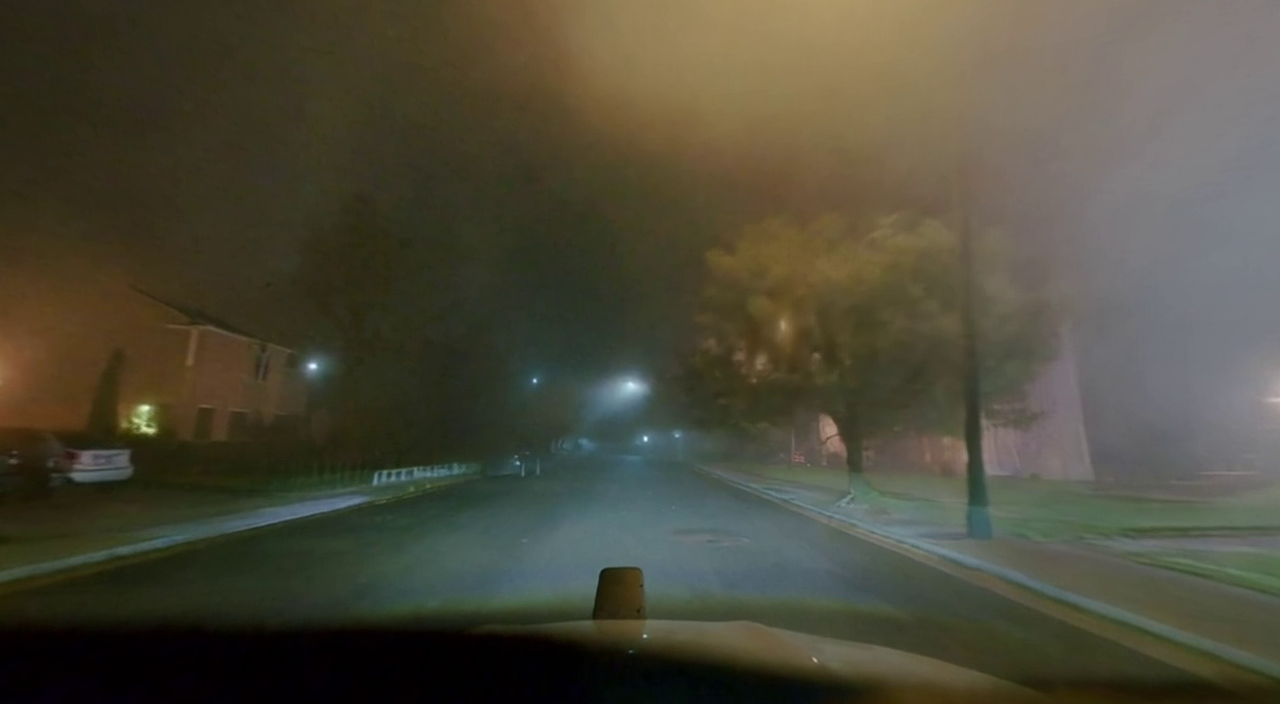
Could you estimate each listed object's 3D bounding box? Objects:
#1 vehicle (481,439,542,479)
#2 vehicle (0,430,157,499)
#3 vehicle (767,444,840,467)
[{"bbox_3d":[-6.128,5.141,30.409,1.998,1.742,4.210,0,-9,1],"label":"vehicle"},{"bbox_3d":[-14.356,2.620,14.803,4.291,1.484,1.872,0,-9,-1],"label":"vehicle"},{"bbox_3d":[12.169,7.713,46.862,4.708,1.527,2.113,0,-8,-9],"label":"vehicle"}]
